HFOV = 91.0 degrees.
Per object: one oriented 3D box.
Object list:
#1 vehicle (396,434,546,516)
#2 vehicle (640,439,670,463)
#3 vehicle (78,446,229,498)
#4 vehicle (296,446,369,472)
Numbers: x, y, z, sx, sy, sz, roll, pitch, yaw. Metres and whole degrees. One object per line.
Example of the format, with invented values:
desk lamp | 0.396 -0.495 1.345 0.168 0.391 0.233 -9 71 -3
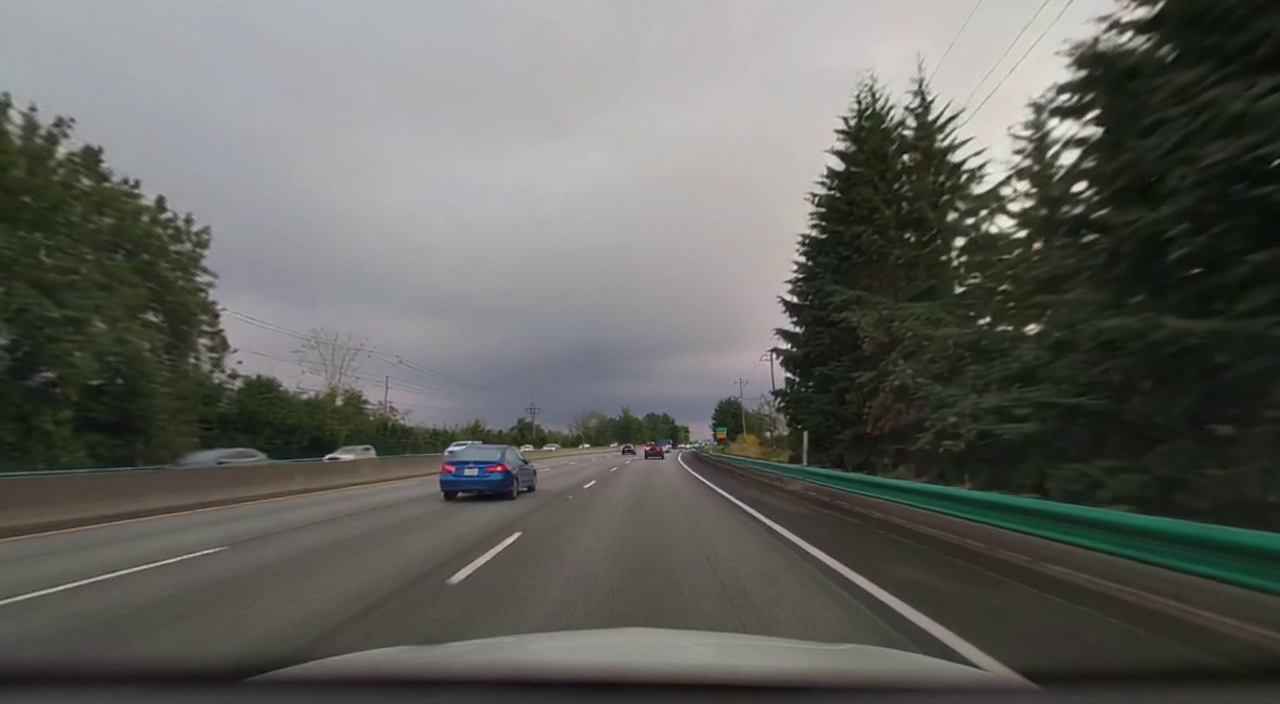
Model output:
vehicle | -3.509 2.640 14.099 2.021 1.515 4.453 0 -8 2
vehicle | 1.178 7.426 47.538 2.176 1.725 4.182 0 -8 3
vehicle | -15.682 3.850 20.594 1.791 1.474 3.831 0 -8 1
vehicle | -19.128 6.657 39.442 1.963 1.497 4.843 0 -8 2
